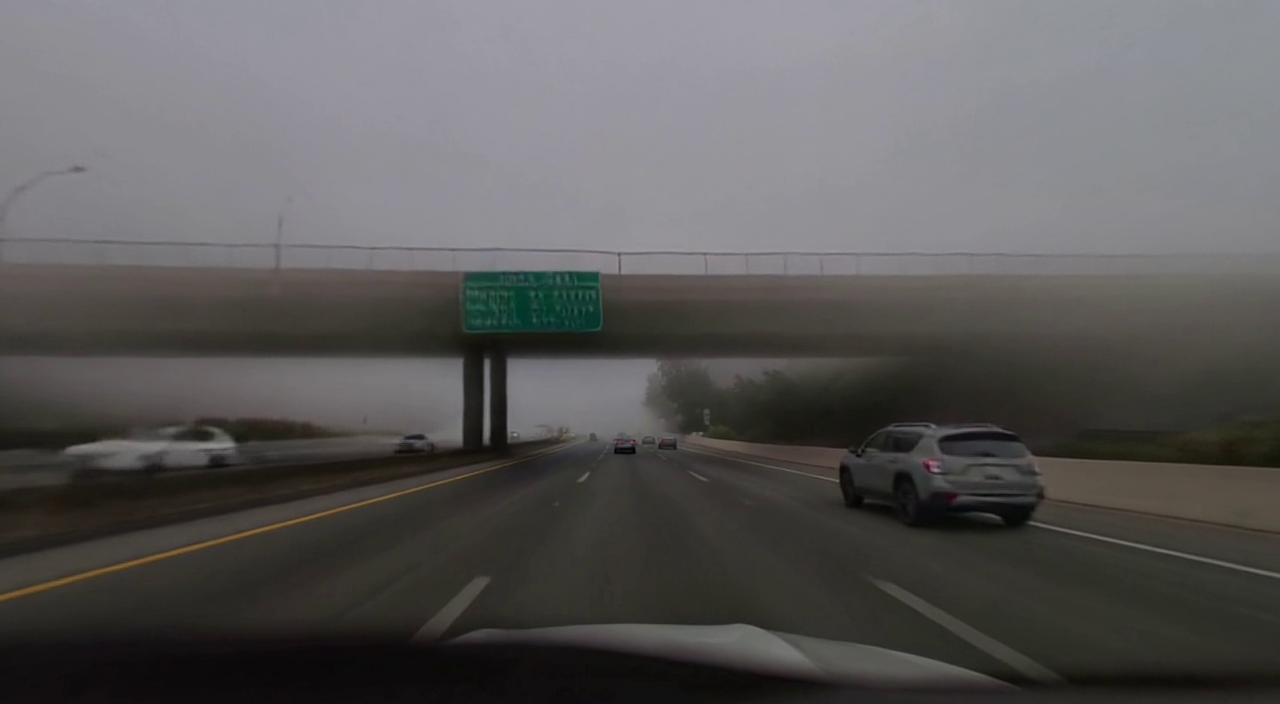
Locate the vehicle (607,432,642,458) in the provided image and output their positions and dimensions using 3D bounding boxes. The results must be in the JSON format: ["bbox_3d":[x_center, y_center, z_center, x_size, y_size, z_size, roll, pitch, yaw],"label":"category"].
[{"bbox_3d":[-0.943,5.506,37.491,1.987,1.440,3.565,0,-8,-1],"label":"vehicle"}]

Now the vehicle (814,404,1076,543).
[{"bbox_3d":[4.092,1.673,9.302,1.892,1.600,3.782,0,-8,-1],"label":"vehicle"}]

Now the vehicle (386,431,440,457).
[{"bbox_3d":[-13.427,5.479,37.529,1.832,1.446,3.950,0,-8,-1],"label":"vehicle"}]

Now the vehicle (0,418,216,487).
[{"bbox_3d":[-13.376,2.525,16.176,2.017,1.493,4.377,0,-8,-1],"label":"vehicle"}]
